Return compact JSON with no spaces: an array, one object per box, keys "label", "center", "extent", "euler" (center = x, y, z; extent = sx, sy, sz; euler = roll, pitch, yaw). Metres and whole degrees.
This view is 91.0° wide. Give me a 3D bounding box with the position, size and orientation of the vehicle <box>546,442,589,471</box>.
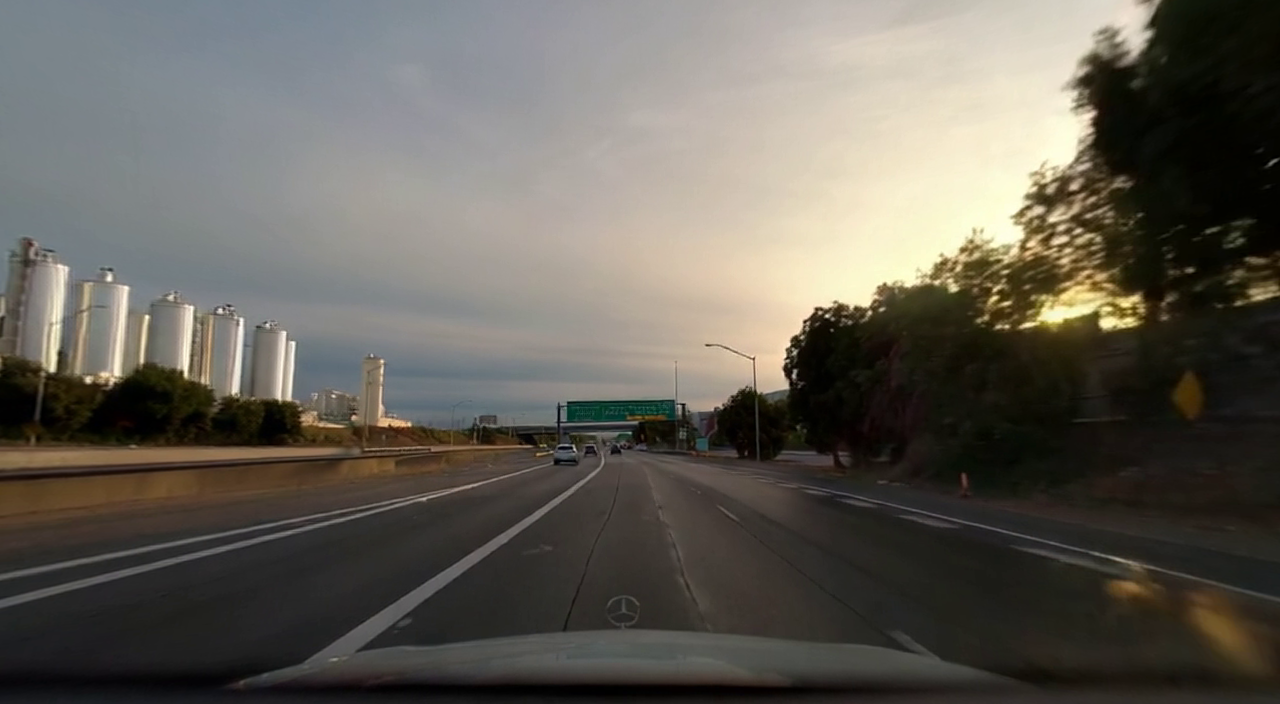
[{"label":"vehicle","center":[-4.188,6.132,36.961],"extent":[2.012,1.571,4.232],"euler":[0,-9,0]}]
